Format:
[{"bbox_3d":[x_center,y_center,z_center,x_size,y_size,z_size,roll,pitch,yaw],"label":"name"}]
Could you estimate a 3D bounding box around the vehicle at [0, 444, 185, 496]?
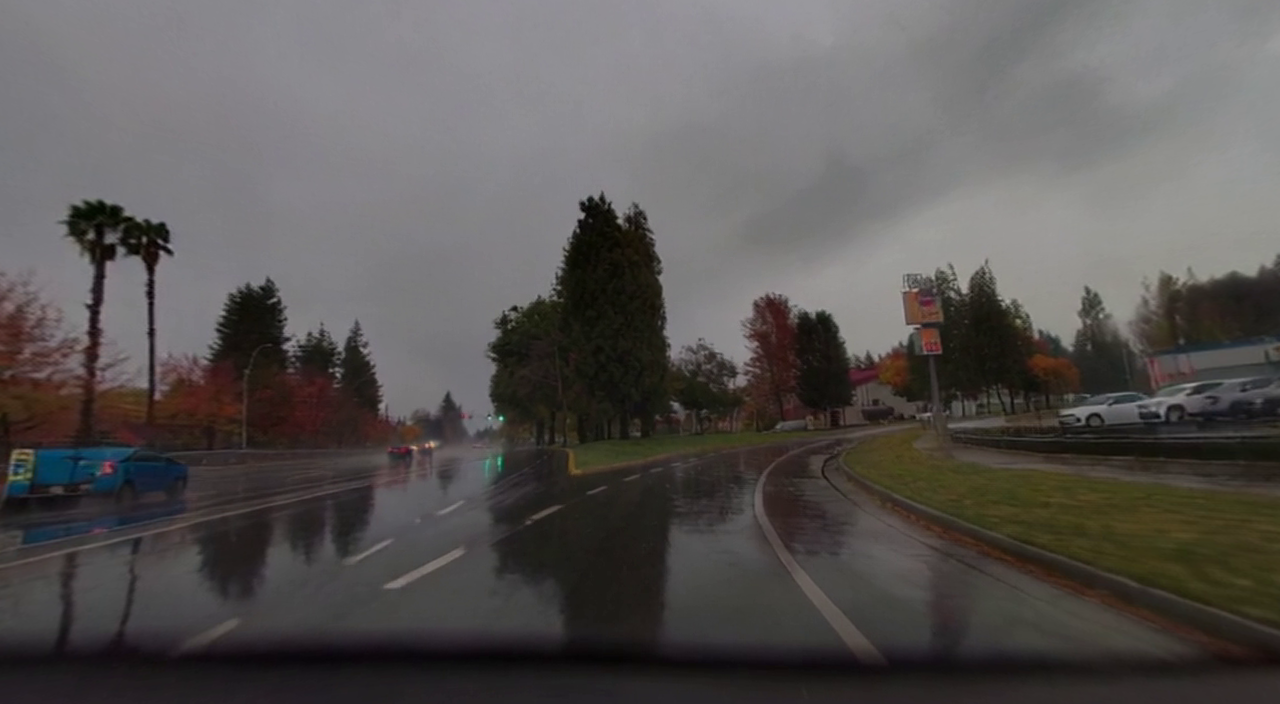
[{"bbox_3d":[-27.081,5.756,31.623,2.819,2.204,8.236,1,-8,-5],"label":"vehicle"}]
